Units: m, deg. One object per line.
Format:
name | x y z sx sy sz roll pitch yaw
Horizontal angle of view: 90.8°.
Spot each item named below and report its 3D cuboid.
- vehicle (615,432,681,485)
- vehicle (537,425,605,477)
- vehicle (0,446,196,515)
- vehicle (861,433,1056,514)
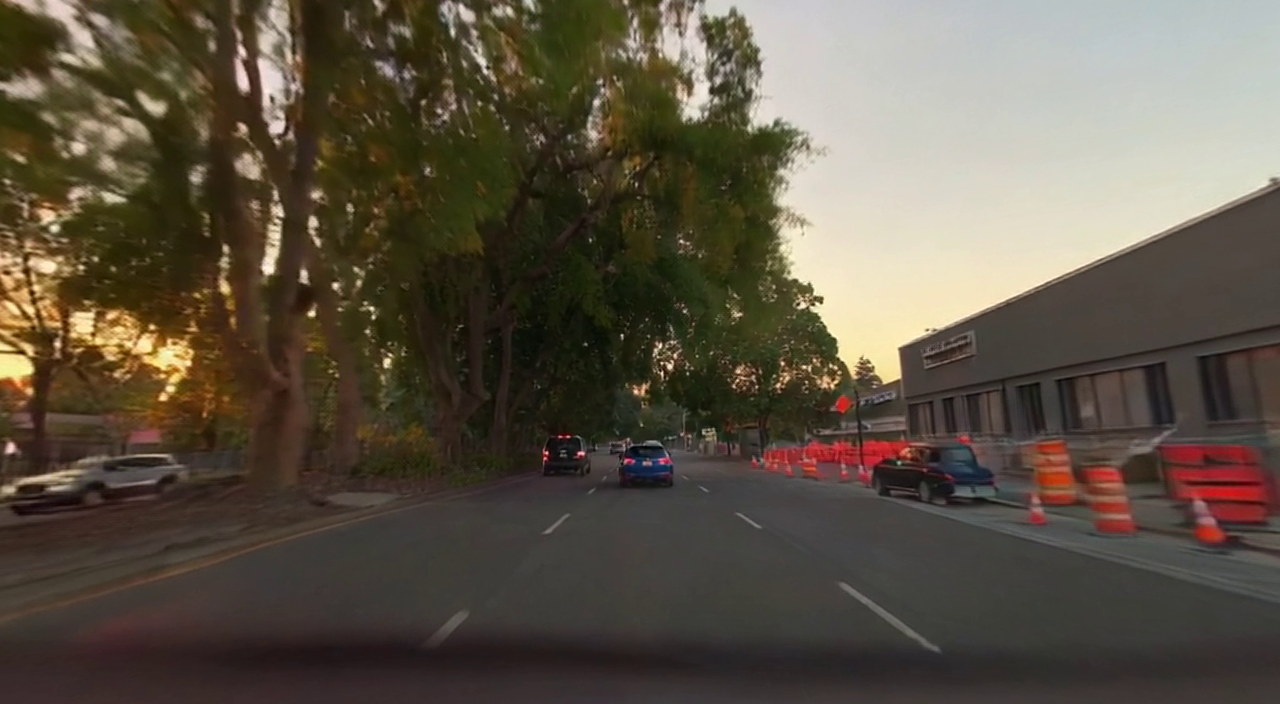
vehicle | 0.256 3.839 23.072 2.168 1.725 4.192 -1 -9 0
vehicle | -2.977 4.467 28.614 2.357 2.063 5.488 -1 -9 1
vehicle | -15.513 3.611 18.357 1.898 1.702 4.456 -1 -9 0
vehicle | 6.986 2.708 14.539 2.076 1.535 4.460 0 -9 -1
